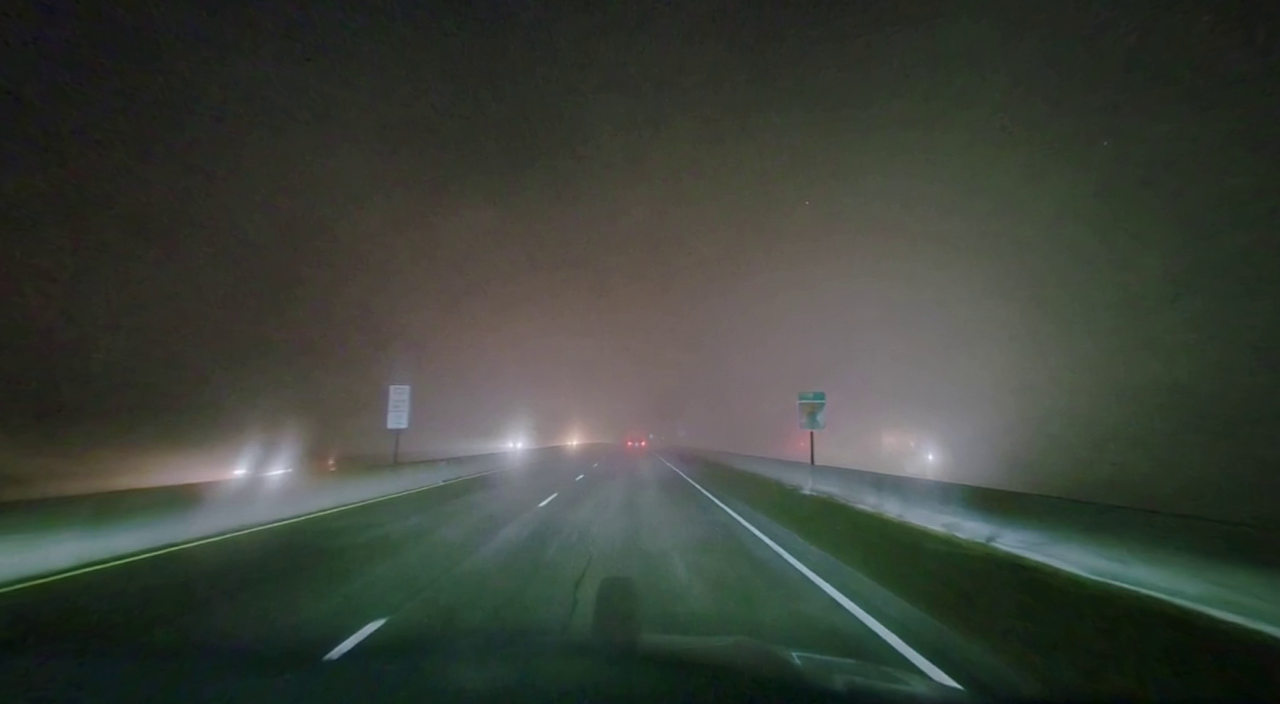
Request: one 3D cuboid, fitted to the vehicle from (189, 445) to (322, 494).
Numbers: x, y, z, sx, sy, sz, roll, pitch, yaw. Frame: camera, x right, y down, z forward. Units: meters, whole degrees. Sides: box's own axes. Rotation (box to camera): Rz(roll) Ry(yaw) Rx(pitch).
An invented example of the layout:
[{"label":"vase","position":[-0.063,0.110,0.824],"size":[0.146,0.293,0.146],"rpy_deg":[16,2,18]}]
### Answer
[{"label":"vehicle","position":[-13.570,4.141,22.600],"size":[1.914,1.500,4.621],"rpy_deg":[0,-8,0]}]
